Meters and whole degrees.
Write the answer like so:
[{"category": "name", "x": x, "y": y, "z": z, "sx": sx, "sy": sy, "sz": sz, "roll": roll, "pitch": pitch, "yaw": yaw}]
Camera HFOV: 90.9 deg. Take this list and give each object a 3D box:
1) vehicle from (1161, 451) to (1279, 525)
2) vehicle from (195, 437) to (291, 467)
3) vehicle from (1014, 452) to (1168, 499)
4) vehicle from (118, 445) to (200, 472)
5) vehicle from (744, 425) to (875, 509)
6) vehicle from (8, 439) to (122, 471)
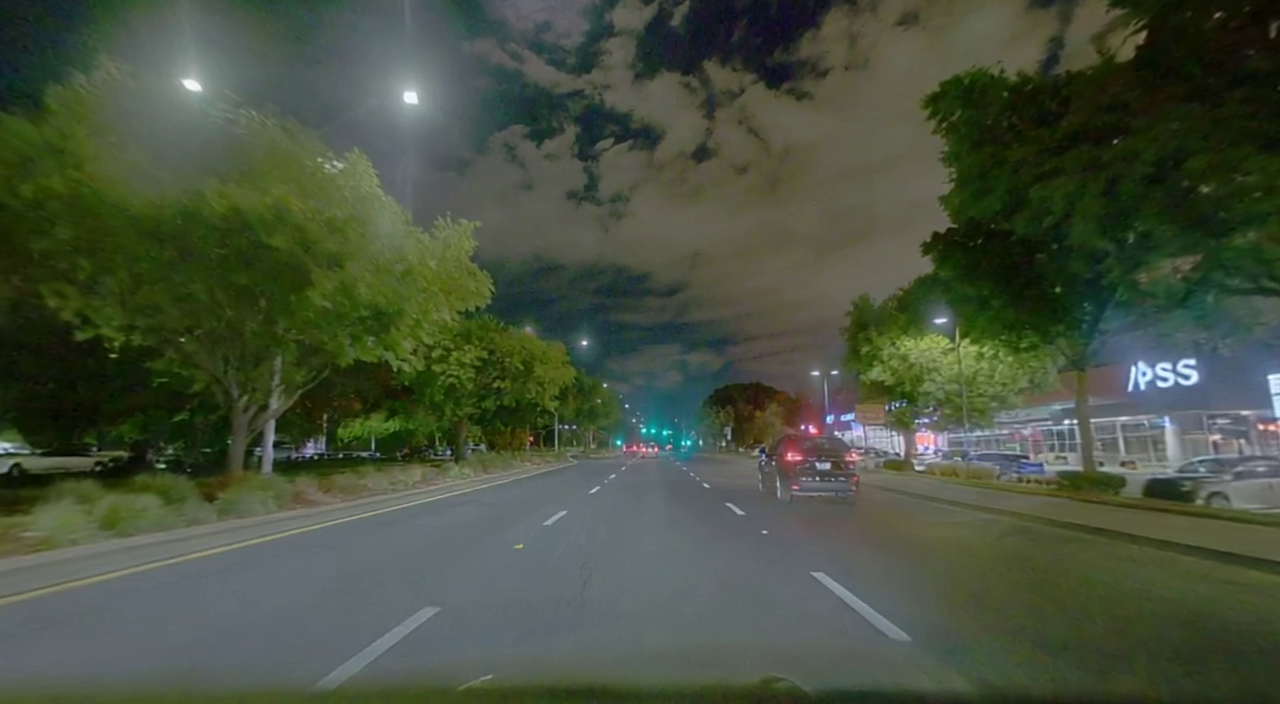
[{"category": "vehicle", "x": 17.175, "y": 3.539, "z": 16.631, "sx": 4.813, "sy": 1.797, "sz": 2.055, "roll": -1, "pitch": -9, "yaw": 5}, {"category": "vehicle", "x": -28.227, "y": 7.123, "z": 45.232, "sx": 2.344, "sy": 1.946, "sz": 6.771, "roll": -1, "pitch": -8, "yaw": 2}, {"category": "vehicle", "x": 17.691, "y": 4.851, "z": 24.936, "sx": 4.433, "sy": 1.729, "sz": 2.033, "roll": 0, "pitch": -9, "yaw": 3}, {"category": "vehicle", "x": -31.099, "y": 6.881, "z": 40.909, "sx": 1.886, "sy": 1.606, "sz": 4.230, "roll": 0, "pitch": -8, "yaw": 1}, {"category": "vehicle", "x": 4.017, "y": 2.803, "z": 15.809, "sx": 2.024, "sy": 1.773, "sz": 4.431, "roll": 0, "pitch": -8, "yaw": 0}, {"category": "vehicle", "x": -36.535, "y": 6.526, "z": 40.302, "sx": 2.119, "sy": 1.884, "sz": 5.390, "roll": 0, "pitch": -8, "yaw": 1}]
